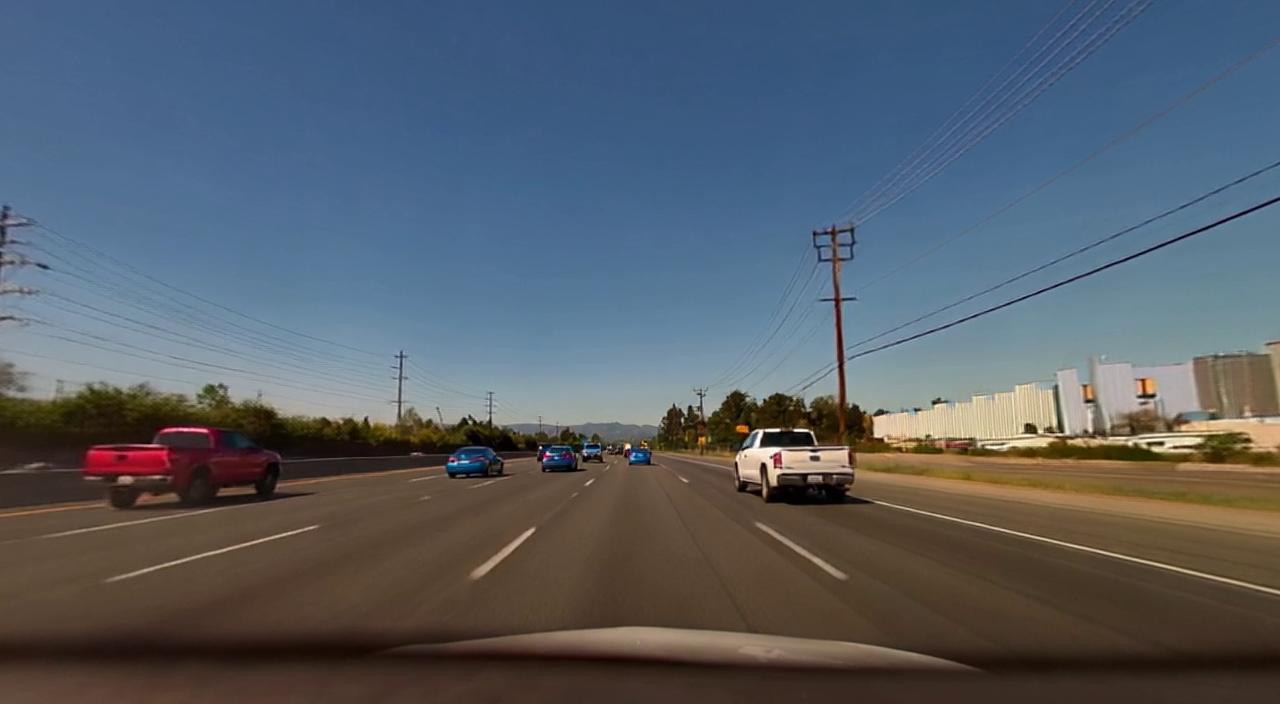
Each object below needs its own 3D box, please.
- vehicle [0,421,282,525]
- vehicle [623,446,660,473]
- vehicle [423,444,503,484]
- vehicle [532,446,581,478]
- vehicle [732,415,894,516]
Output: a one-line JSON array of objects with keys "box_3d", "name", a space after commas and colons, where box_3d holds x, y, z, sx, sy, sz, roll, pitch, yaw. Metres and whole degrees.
[{"box_3d": [-11.145, 2.661, 14.562, 2.317, 1.881, 5.903, 0, -9, 0], "name": "vehicle"}, {"box_3d": [0.069, 6.215, 36.910, 2.030, 1.471, 4.115, 0, -8, 0], "name": "vehicle"}, {"box_3d": [-7.195, 4.586, 26.207, 1.959, 1.496, 4.740, 0, -8, 0], "name": "vehicle"}, {"box_3d": [-4.089, 5.440, 31.592, 1.938, 1.444, 4.206, 0, -8, -1], "name": "vehicle"}, {"box_3d": [3.720, 2.578, 14.807, 2.231, 1.919, 5.086, 0, -9, -1], "name": "vehicle"}]
